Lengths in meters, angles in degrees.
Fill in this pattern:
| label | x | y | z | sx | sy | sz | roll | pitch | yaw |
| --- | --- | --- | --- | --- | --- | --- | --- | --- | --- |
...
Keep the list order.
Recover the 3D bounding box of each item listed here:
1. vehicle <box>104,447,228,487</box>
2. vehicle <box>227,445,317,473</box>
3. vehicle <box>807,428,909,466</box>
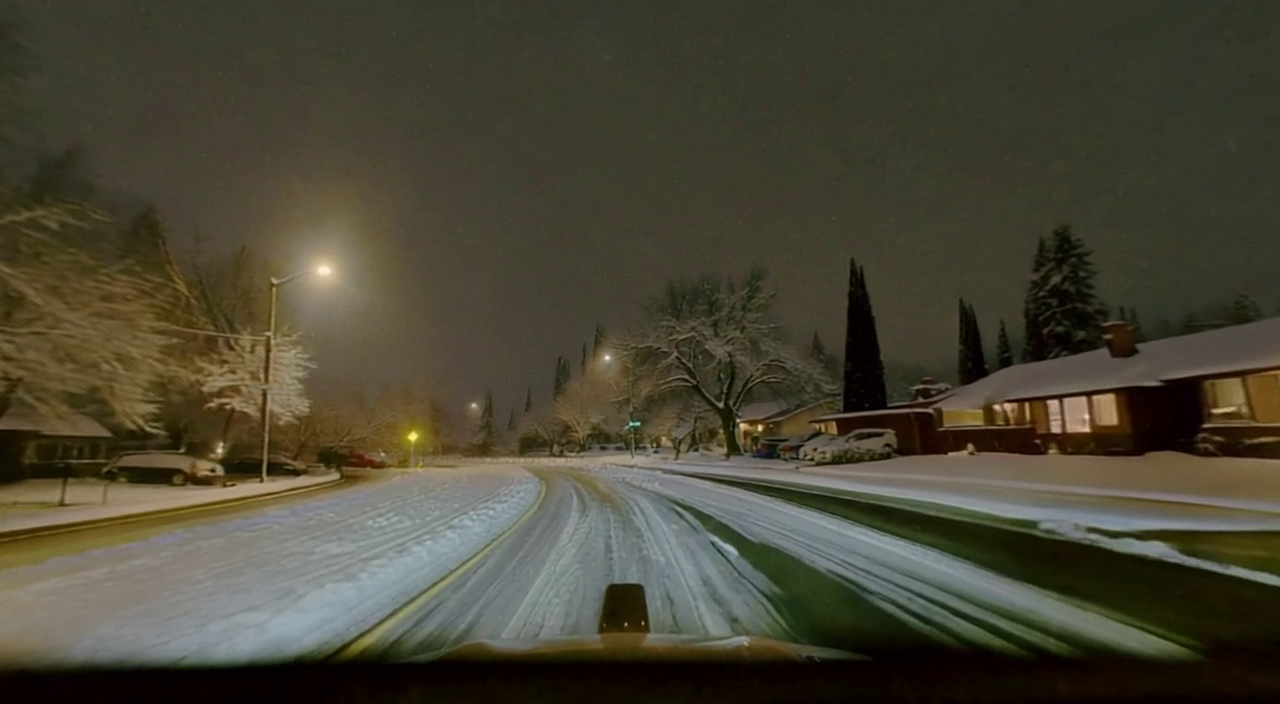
| label | x | y | z | sx | sy | sz | roll | pitch | yaw |
| --- | --- | --- | --- | --- | --- | --- | --- | --- | --- |
| vehicle | -21.619 | 5.224 | 28.914 | 3.899 | 1.729 | 2.064 | 1 | -8 | -9 |
| vehicle | -25.592 | 7.465 | 44.056 | 4.879 | 1.854 | 2.265 | 2 | -9 | -15 |
| vehicle | 11.669 | 5.122 | 34.041 | 4.693 | 1.764 | 2.265 | -3 | -8 | 6 |
